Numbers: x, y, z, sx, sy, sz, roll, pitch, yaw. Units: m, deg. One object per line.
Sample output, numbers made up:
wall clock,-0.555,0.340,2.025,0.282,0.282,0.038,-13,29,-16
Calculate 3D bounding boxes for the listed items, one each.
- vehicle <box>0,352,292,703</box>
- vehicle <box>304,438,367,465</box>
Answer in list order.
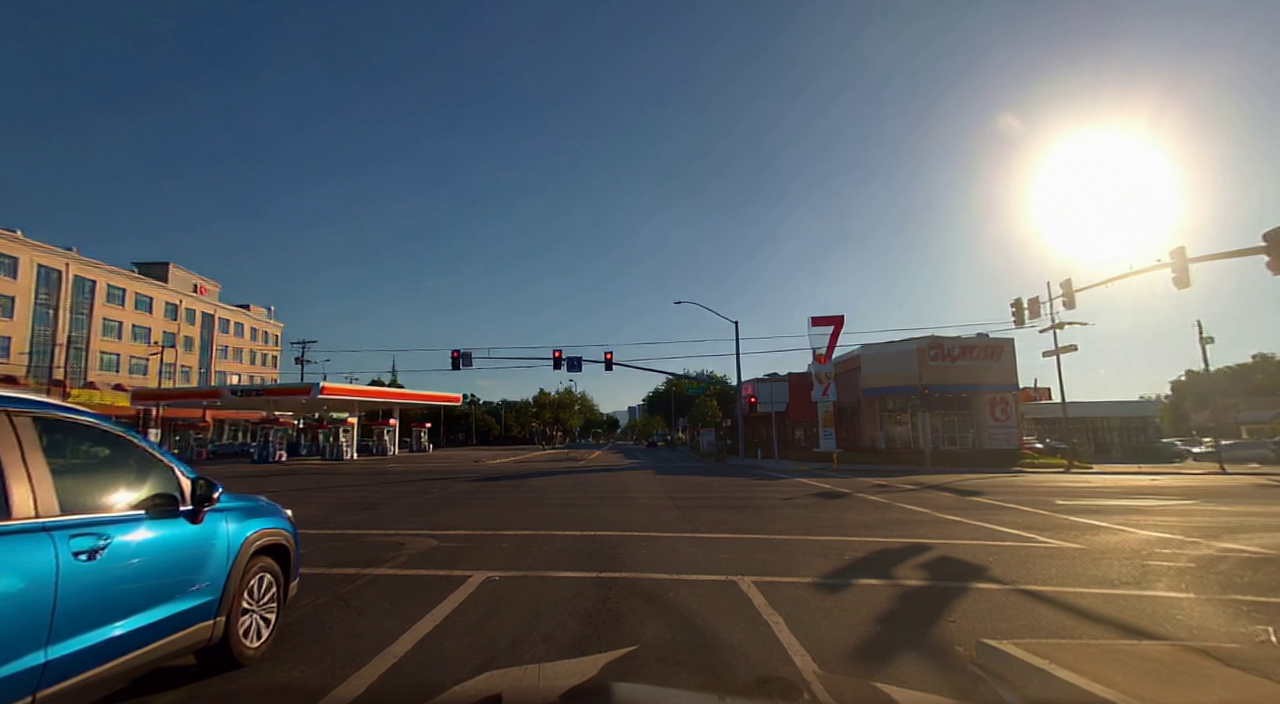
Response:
vehicle,-3.431,0.805,2.042,2.053,1.690,4.364,0,-9,1
vehicle,-20.468,6.726,42.533,2.004,1.699,4.486,0,-9,0
